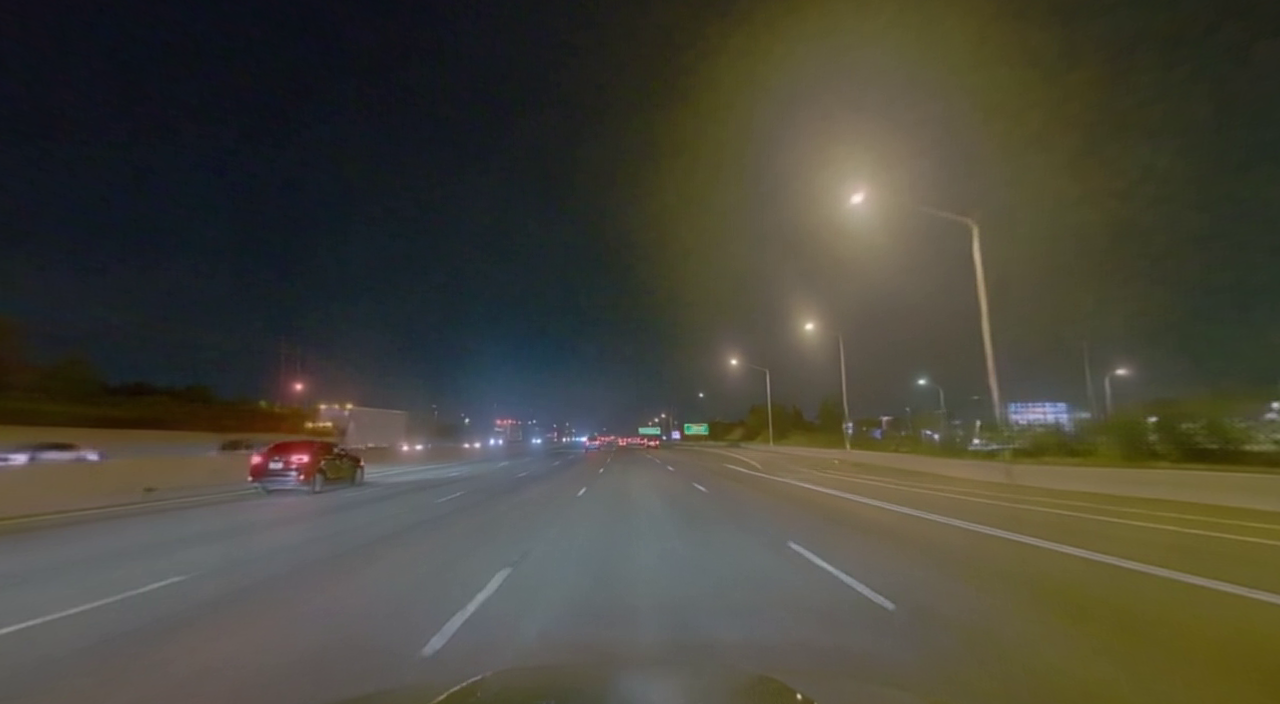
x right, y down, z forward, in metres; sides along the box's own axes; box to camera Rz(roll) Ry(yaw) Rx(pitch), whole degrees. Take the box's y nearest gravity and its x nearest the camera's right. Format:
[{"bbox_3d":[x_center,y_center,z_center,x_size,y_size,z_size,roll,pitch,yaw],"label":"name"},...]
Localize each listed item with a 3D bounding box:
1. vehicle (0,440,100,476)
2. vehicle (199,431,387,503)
[{"bbox_3d":[-29.155,5.148,30.840,1.848,1.620,4.235,0,-9,-1],"label":"vehicle"},{"bbox_3d":[-8.240,2.769,15.623,2.060,1.507,4.494,0,-9,0],"label":"vehicle"}]
